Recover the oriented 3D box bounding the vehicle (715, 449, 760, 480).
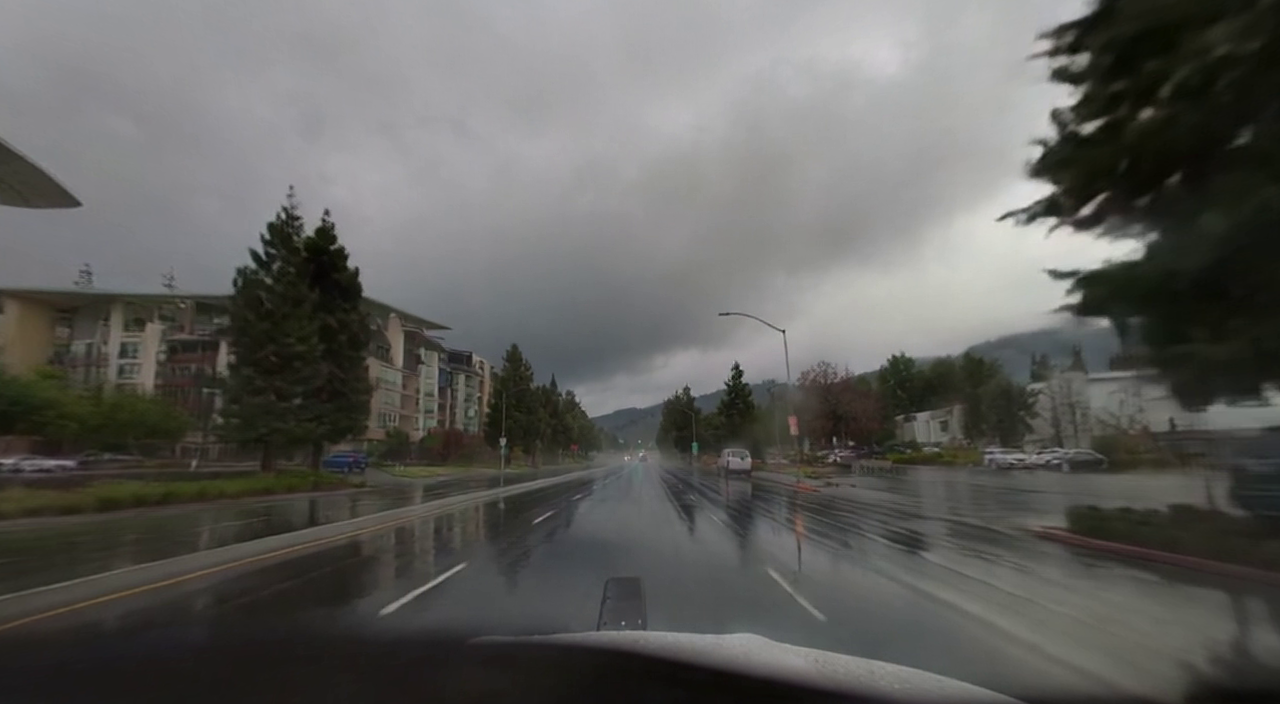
[{"bbox_3d":[7.137,8.236,46.481,2.365,2.138,5.499,0,-9,-1],"label":"vehicle"}]

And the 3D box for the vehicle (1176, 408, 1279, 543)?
[{"bbox_3d":[11.251,1.768,9.085,4.903,1.831,2.098,0,-9,2],"label":"vehicle"}]

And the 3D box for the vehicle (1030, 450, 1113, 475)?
[{"bbox_3d":[32.291,8.316,47.093,4.608,1.638,2.017,-2,-10,0],"label":"vehicle"}]
